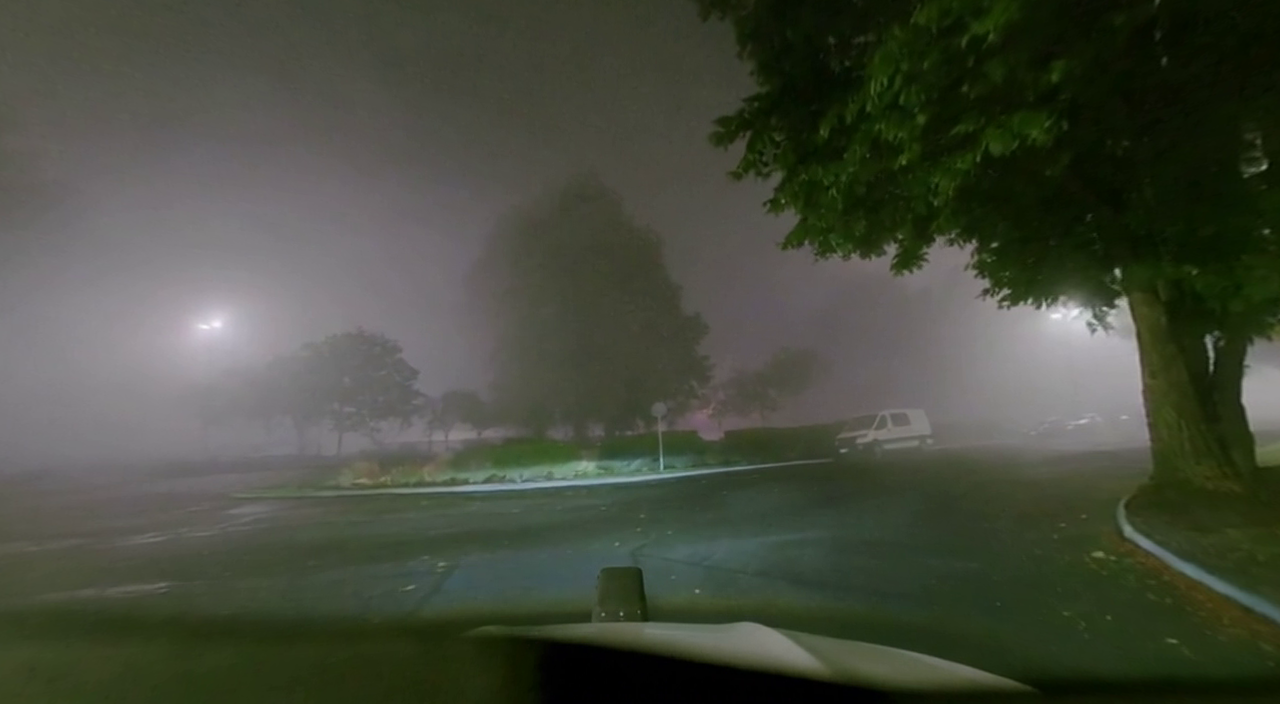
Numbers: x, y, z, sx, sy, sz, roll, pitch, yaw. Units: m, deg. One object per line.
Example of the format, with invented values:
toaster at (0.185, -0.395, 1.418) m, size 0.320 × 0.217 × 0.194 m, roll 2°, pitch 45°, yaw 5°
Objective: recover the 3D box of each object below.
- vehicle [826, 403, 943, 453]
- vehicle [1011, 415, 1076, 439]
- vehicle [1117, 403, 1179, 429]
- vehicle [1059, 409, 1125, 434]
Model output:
vehicle at (11.739, 3.687, 30.207) m, size 5.547 × 2.193 × 2.433 m, roll 6°, pitch -10°, yaw -34°
vehicle at (25.187, 4.655, 39.407) m, size 3.630 × 1.191 × 1.938 m, roll 4°, pitch -15°, yaw -34°
vehicle at (39.087, 4.923, 48.595) m, size 4.912 × 1.741 × 2.360 m, roll 7°, pitch -8°, yaw -35°
vehicle at (30.526, 4.736, 42.640) m, size 4.383 × 1.525 × 2.038 m, roll 5°, pitch -9°, yaw -33°
